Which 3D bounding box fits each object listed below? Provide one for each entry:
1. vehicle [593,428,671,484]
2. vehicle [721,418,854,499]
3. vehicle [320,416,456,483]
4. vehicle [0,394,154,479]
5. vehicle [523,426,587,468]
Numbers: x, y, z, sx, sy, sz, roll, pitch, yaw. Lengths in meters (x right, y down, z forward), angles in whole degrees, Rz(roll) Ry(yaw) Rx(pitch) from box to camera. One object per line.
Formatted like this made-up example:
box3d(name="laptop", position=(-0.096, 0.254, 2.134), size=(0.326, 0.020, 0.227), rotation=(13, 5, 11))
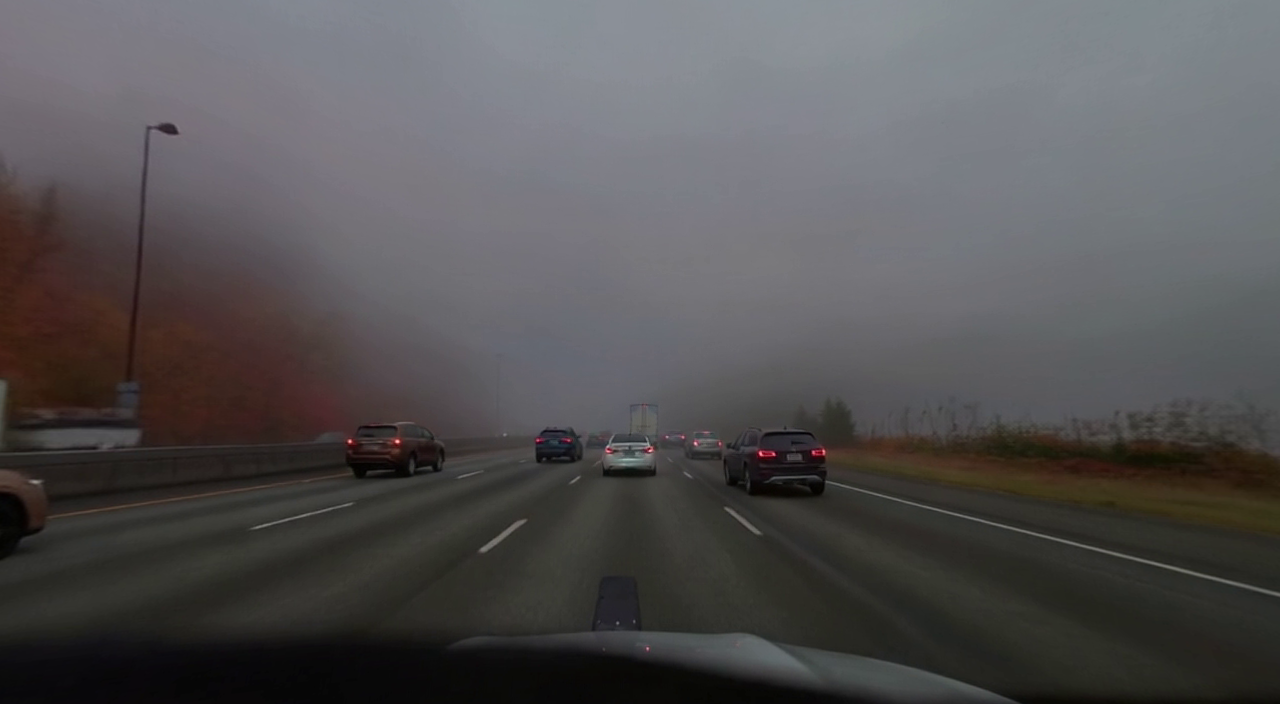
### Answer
box3d(name="vehicle", position=(-0.197, 3.097, 19.197), size=(2.111, 1.494, 4.364), rotation=(0, -8, 1))
box3d(name="vehicle", position=(3.333, 2.496, 15.199), size=(2.095, 1.650, 4.331), rotation=(0, -8, -1))
box3d(name="vehicle", position=(-7.464, 2.948, 19.266), size=(2.117, 1.779, 4.745), rotation=(0, -8, 1))
box3d(name="vehicle", position=(-22.769, 3.251, 24.134), size=(2.737, 2.804, 6.776), rotation=(0, -8, 0))
box3d(name="vehicle", position=(-3.572, 4.067, 27.192), size=(2.064, 1.672, 4.277), rotation=(0, -8, 1))
